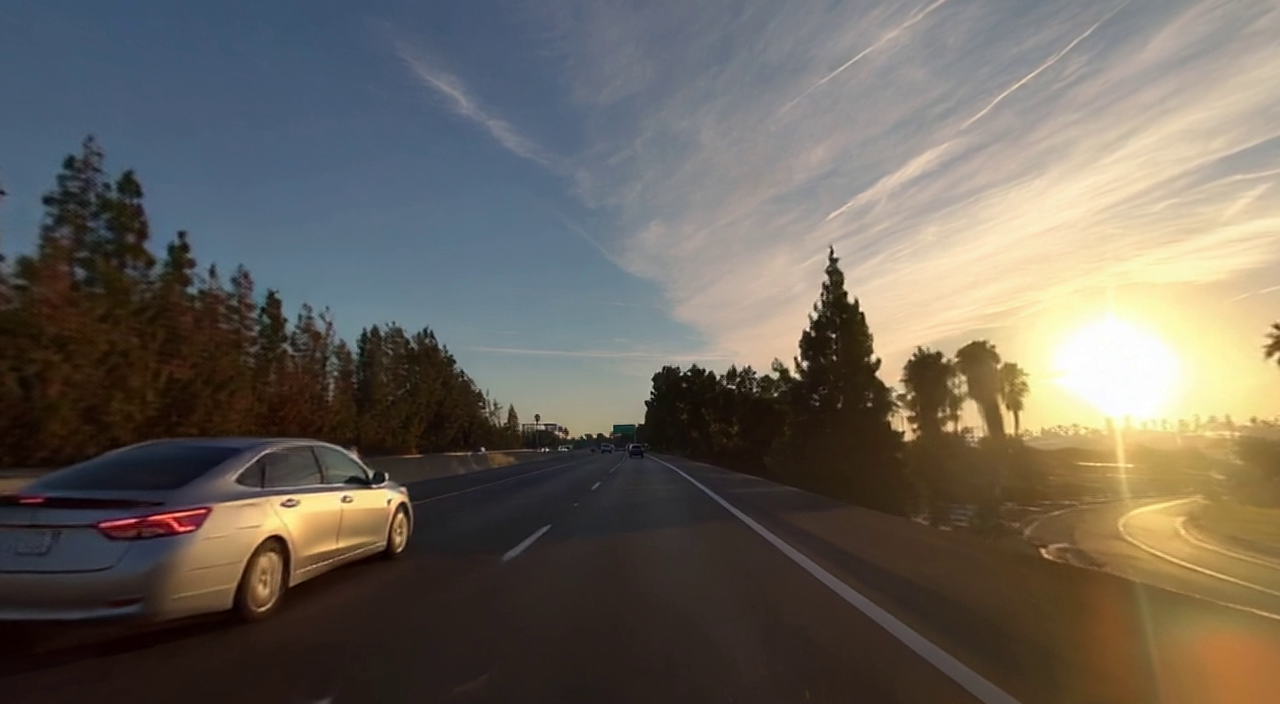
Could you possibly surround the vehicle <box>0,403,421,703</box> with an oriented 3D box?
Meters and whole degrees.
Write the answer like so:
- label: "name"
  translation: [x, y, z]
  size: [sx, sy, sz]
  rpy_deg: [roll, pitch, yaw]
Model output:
- label: "vehicle"
  translation: [-3.797, 1.375, 5.368]
  size: [2.092, 1.562, 4.748]
  rpy_deg: [0, -8, 1]
